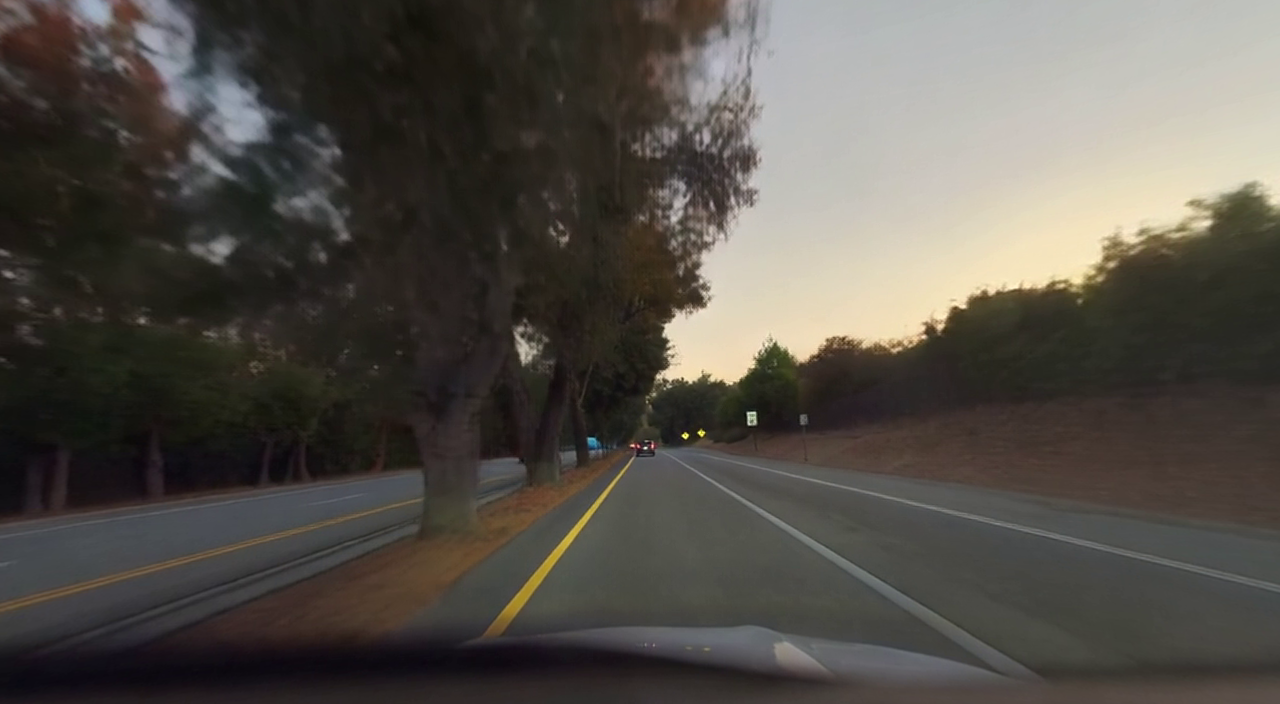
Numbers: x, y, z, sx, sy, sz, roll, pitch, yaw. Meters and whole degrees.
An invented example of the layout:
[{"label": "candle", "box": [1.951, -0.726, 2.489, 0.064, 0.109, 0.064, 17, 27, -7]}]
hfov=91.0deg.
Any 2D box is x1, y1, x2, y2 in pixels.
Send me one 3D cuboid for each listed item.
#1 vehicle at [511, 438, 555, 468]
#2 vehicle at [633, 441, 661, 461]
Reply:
[{"label": "vehicle", "box": [-6.973, 6.620, 41.459, 2.068, 1.897, 4.372, 0, -8, 2]}, {"label": "vehicle", "box": [0.494, 7.599, 48.556, 2.061, 1.469, 3.782, 0, -8, 0]}]
